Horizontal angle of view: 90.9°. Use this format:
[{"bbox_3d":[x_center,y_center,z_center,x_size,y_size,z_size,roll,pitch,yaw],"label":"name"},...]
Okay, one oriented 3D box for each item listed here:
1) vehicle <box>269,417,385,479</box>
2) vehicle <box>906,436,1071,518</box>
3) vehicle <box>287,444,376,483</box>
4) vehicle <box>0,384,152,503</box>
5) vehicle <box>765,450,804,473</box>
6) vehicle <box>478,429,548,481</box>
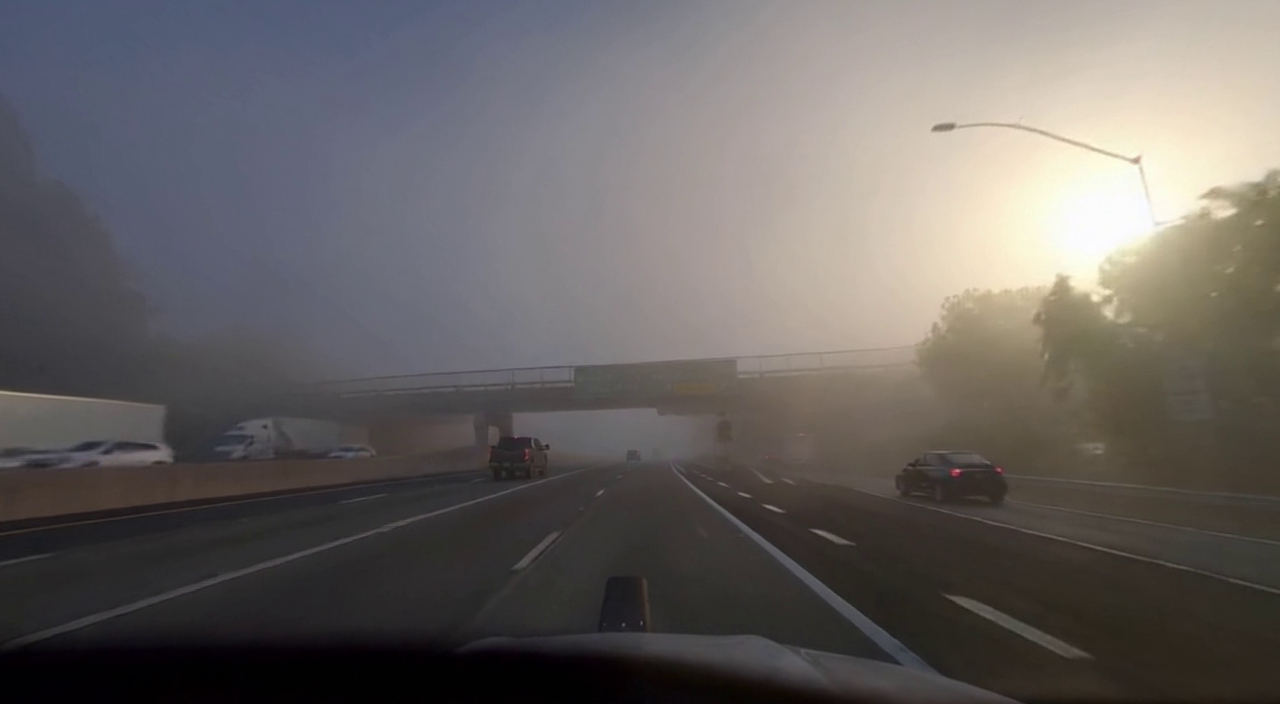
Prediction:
[{"bbox_3d":[-19.442,6.026,39.882,3.085,3.485,7.854,0,-8,1],"label":"vehicle"},{"bbox_3d":[9.269,3.314,17.344,2.146,1.929,4.388,-1,-8,3],"label":"vehicle"},{"bbox_3d":[-15.882,5.730,32.819,2.074,1.862,4.805,0,-8,2],"label":"vehicle"},{"bbox_3d":[-23.728,3.409,23.483,2.945,4.107,9.775,0,-8,2],"label":"vehicle"},{"bbox_3d":[10.940,8.332,48.141,2.036,1.596,4.479,0,-8,1],"label":"vehicle"},{"bbox_3d":[-6.248,5.157,31.881,2.264,2.379,5.248,-1,-8,2],"label":"vehicle"}]
